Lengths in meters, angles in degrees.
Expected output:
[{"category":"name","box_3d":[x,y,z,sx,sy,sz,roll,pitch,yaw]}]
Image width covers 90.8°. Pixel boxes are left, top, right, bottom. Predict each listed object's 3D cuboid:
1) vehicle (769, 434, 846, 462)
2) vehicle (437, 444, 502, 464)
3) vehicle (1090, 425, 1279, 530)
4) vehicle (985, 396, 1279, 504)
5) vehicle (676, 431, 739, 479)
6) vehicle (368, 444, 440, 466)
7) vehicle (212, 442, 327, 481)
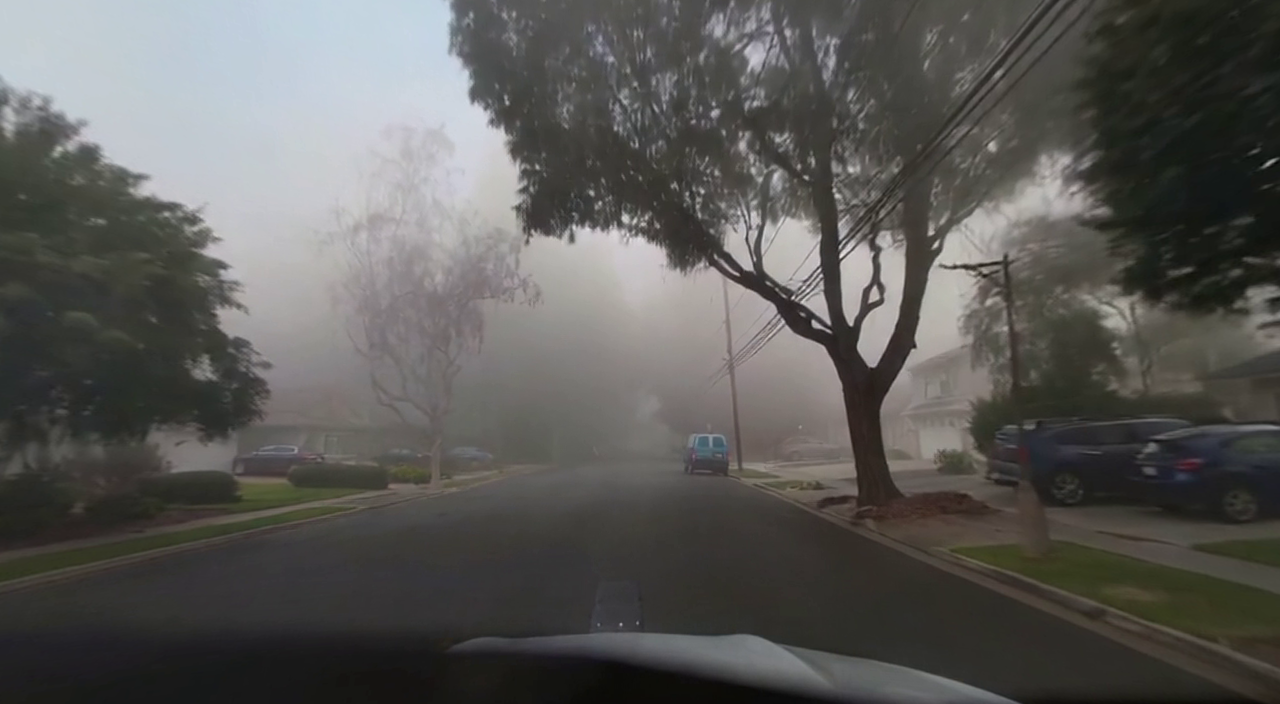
[{"category":"vehicle","box_3d":[11.261,6.475,42.629,4.602,1.799,1.859,0,-8,-1]},{"category":"vehicle","box_3d":[-12.989,7.816,48.345,4.443,1.475,1.932,1,-8,-2]},{"category":"vehicle","box_3d":[9.884,1.899,9.870,4.125,1.461,1.984,0,-8,1]},{"category":"vehicle","box_3d":[10.349,1.994,13.068,5.030,1.915,2.221,-2,-7,2]},{"category":"vehicle","box_3d":[3.098,4.870,30.226,2.311,2.069,5.156,0,-8,-1]},{"category":"vehicle","box_3d":[-17.863,7.823,48.059,4.615,1.482,2.073,1,-7,0]},{"category":"vehicle","box_3d":[-18.276,5.389,31.328,4.414,1.731,2.008,-1,-8,-3]}]
